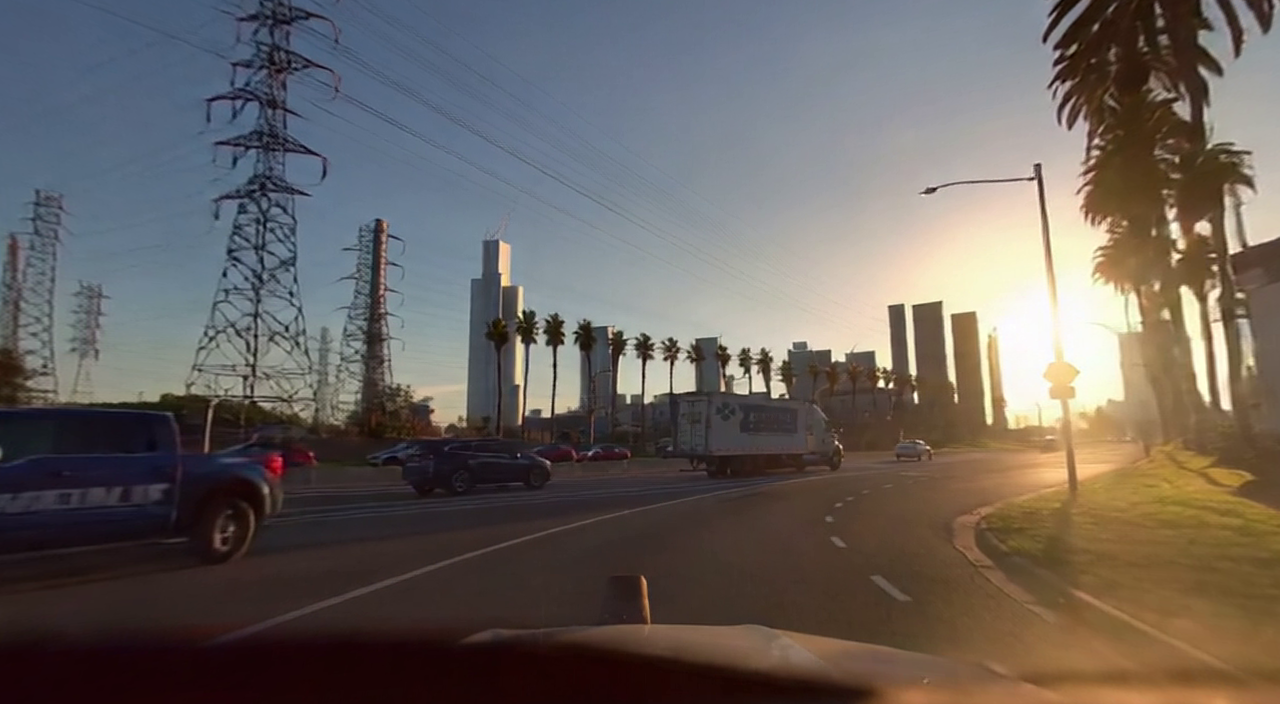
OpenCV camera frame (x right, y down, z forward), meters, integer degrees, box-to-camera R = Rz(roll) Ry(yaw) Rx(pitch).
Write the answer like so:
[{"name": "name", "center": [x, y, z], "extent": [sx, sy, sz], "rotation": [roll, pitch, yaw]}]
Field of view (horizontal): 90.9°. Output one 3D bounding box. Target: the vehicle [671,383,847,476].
[{"name": "vehicle", "center": [6.417, 4.013, 31.899], "extent": [2.903, 3.933, 11.567], "rotation": [-8, -11, 42]}]

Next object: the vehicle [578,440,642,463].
[{"name": "vehicle", "center": [-2.065, 6.966, 44.022], "extent": [1.785, 1.502, 4.457], "rotation": [-8, -13, 42]}]

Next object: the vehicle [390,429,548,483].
[{"name": "vehicle", "center": [-6.780, 4.180, 25.726], "extent": [2.266, 1.950, 5.866], "rotation": [-7, -11, 41]}]

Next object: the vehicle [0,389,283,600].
[{"name": "vehicle", "center": [-6.653, 1.318, 6.010], "extent": [2.101, 1.848, 5.132], "rotation": [-6, -10, 35]}]
